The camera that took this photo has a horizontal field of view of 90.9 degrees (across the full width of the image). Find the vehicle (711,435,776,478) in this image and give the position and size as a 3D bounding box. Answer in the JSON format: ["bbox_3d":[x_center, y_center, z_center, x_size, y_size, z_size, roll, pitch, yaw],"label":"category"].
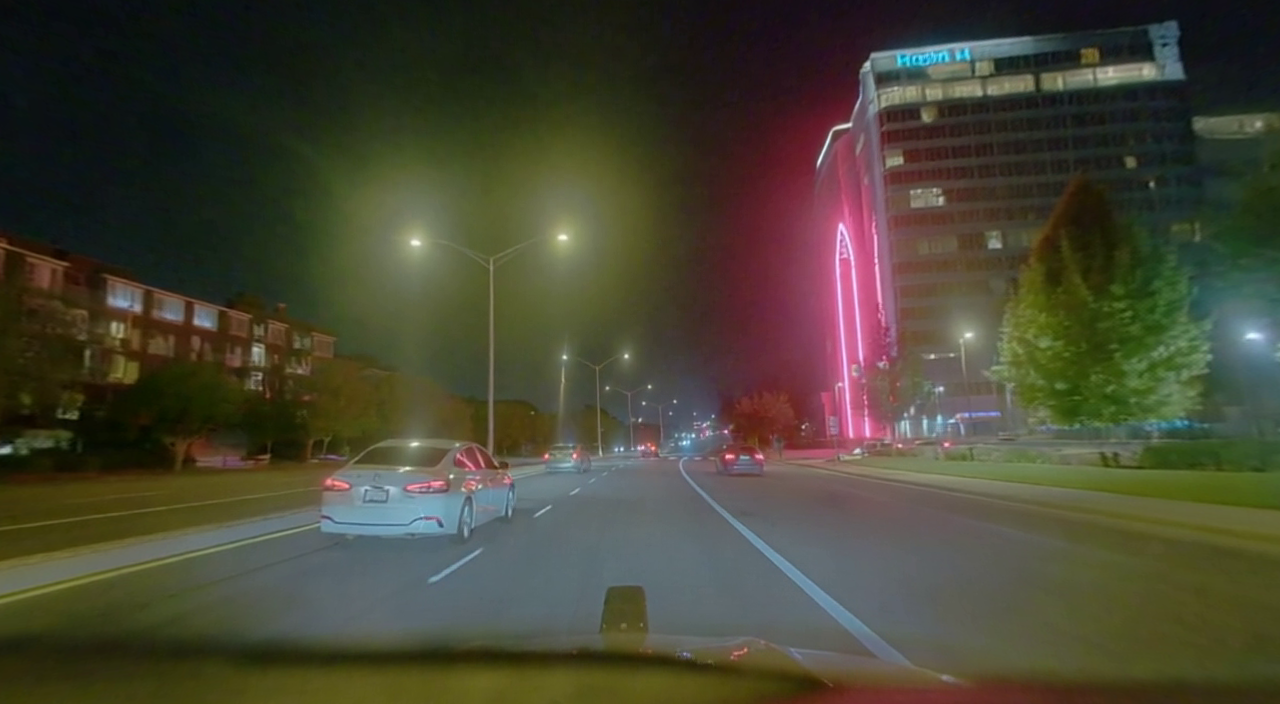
[{"bbox_3d":[4.432,4.555,27.645,2.103,1.699,4.171,0,-8,0],"label":"vehicle"}]

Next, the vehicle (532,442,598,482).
[{"bbox_3d":[-2.898,4.348,25.269,1.980,1.454,4.226,-1,-8,2],"label":"vehicle"}]

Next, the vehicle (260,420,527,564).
[{"bbox_3d":[-3.132,1.885,9.259,2.118,1.568,4.436,0,-8,0],"label":"vehicle"}]

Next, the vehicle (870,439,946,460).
[{"bbox_3d":[19.508,7.131,46.002,4.502,1.454,2.129,0,-9,0],"label":"vehicle"}]
